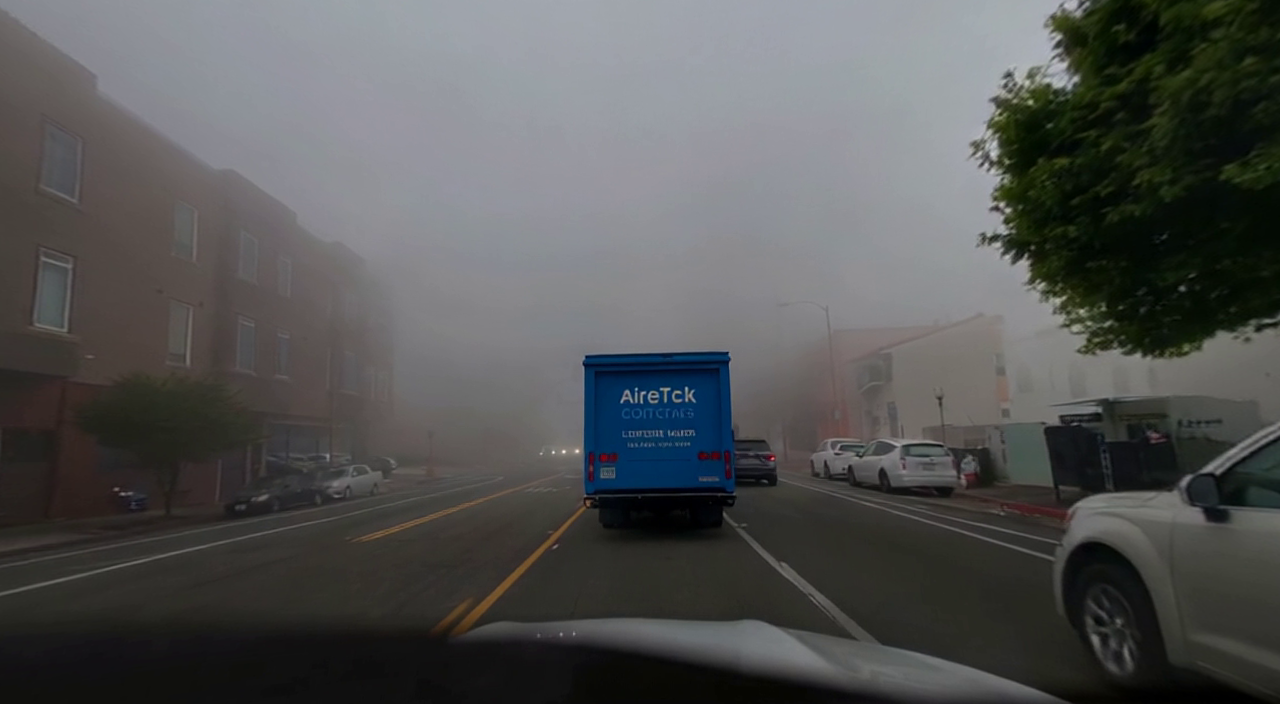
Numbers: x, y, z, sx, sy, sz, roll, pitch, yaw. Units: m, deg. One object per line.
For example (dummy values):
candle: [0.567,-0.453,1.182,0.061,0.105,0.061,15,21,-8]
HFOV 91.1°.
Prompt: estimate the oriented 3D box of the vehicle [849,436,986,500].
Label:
vehicle: [7.596,3.193,17.733,1.951,1.548,4.290,0,-9,1]

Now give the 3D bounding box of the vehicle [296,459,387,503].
vehicle: [-13.307,5.741,28.299,1.943,1.682,4.365,0,-9,0]

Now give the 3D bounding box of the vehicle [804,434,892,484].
vehicle: [7.655,3.986,23.578,1.946,1.680,4.270,0,-9,1]

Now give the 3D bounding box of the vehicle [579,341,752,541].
vehicle: [0.254,1.746,12.414,2.517,2.926,6.177,0,-9,-2]

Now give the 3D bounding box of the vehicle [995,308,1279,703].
vehicle: [3.427,0.672,1.915,2.104,1.786,4.498,0,-9,1]

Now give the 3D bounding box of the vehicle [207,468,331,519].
vehicle: [-13.426,5.124,23.087,1.901,1.508,4.405,0,-9,0]

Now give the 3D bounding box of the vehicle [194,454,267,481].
vehicle: [-27.001,7.605,41.595,2.050,1.675,4.358,1,-9,-3]
